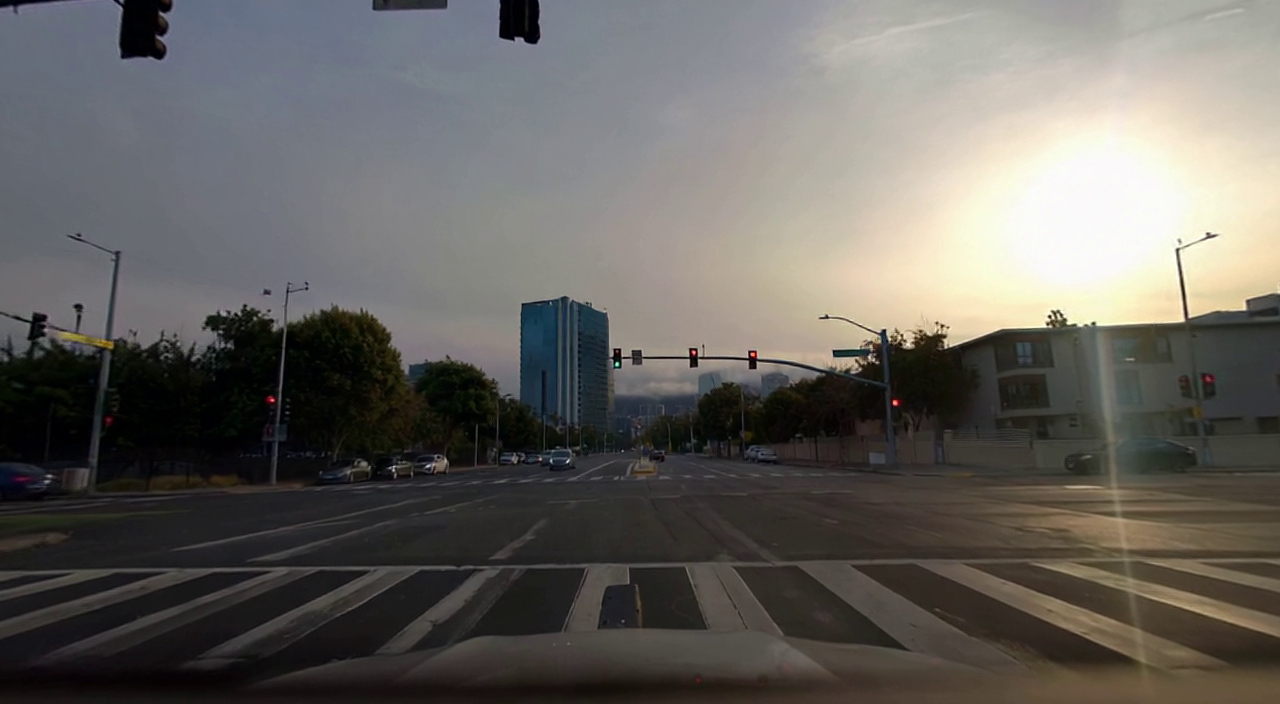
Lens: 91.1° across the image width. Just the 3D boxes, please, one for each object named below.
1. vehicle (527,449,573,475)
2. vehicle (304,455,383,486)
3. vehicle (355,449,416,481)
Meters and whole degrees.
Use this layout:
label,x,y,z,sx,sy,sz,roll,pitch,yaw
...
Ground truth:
label,x,y,z,sx,sy,sz,roll,pitch,yaw
vehicle,-5.501,6.748,38.791,2.154,1.501,4.416,0,-8,0
vehicle,-16.093,6.438,34.376,2.055,1.506,4.663,0,-8,-1
vehicle,-16.206,7.195,40.279,1.960,1.819,5.018,0,-8,-2
